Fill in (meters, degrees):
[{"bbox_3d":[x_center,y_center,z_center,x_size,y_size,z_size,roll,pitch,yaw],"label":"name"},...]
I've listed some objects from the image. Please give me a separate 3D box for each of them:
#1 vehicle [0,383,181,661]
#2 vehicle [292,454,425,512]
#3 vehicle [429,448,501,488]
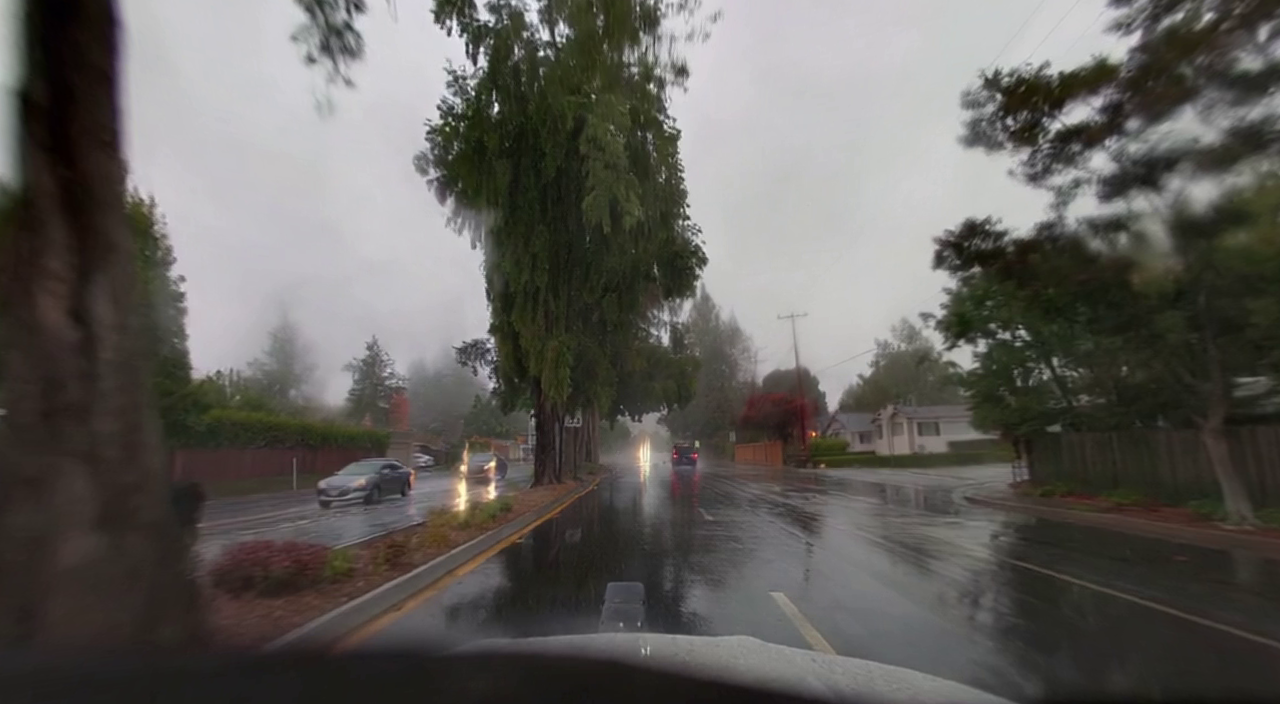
[{"bbox_3d":[-5.274,1.001,3.359,2.084,1.816,4.672,0,-9,0],"label":"vehicle"},{"bbox_3d":[-8.316,3.875,19.181,1.939,1.469,4.465,0,-9,1],"label":"vehicle"},{"bbox_3d":[-8.269,5.496,30.283,2.054,1.746,4.507,0,-9,1],"label":"vehicle"}]
